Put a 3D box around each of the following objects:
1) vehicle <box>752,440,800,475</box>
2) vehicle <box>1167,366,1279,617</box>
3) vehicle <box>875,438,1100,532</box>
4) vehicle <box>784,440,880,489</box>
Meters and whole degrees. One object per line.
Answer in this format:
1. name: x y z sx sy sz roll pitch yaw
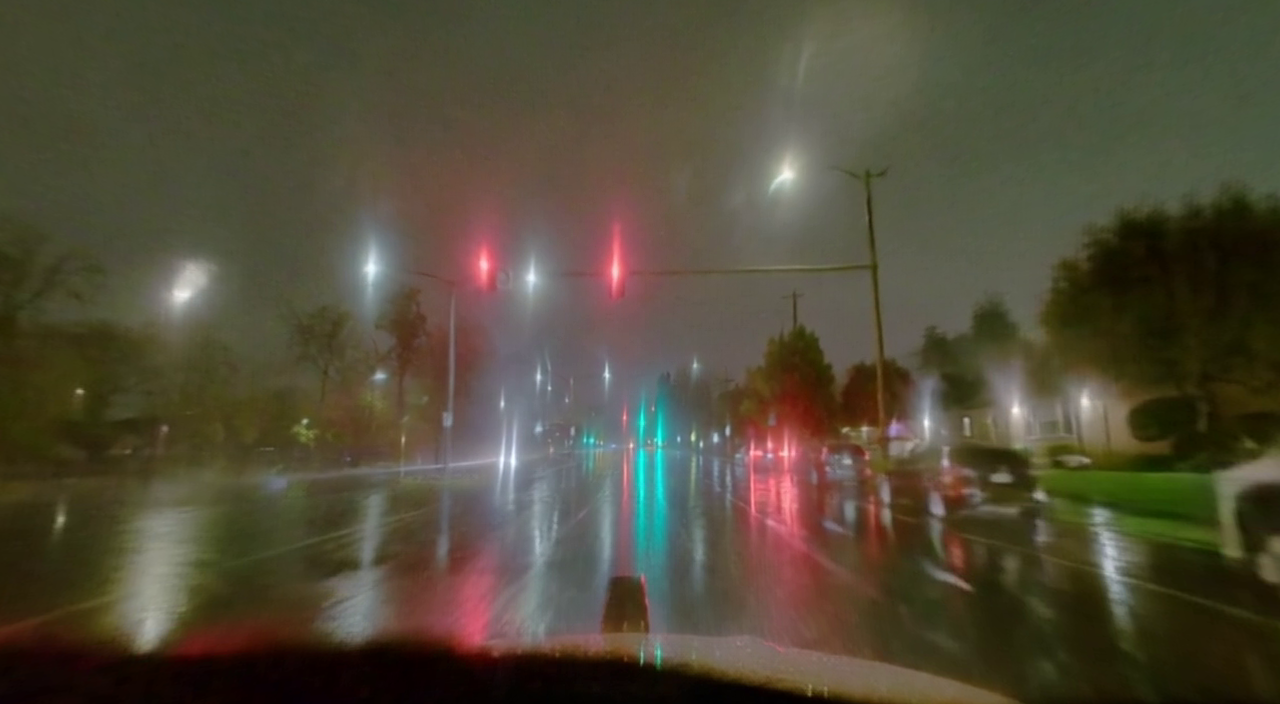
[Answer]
1. vehicle: 6.555 5.100 30.650 1.752 1.590 3.090 0 -9 2
2. vehicle: 6.120 0.860 3.372 2.293 1.942 5.004 0 -9 1
3. vehicle: 6.292 2.420 12.152 1.936 1.456 4.445 0 -9 2
4. vehicle: 6.393 3.791 21.564 1.976 1.498 4.390 0 -9 1
